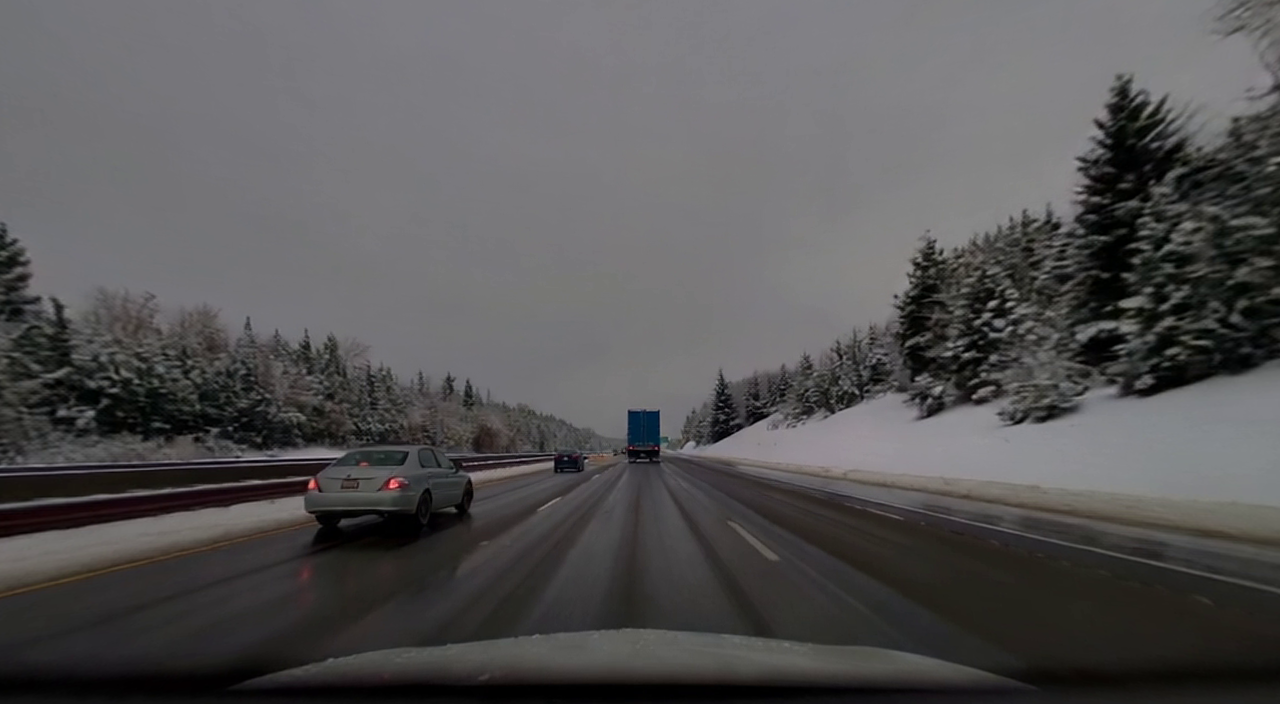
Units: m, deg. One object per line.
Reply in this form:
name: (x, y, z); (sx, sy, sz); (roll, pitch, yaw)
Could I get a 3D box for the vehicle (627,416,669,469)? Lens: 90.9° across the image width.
vehicle: (0.547, 6.921, 47.881); (2.893, 3.628, 9.081); (0, -9, 0)

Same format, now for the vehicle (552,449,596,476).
vehicle: (-3.745, 6.314, 36.329); (1.981, 1.435, 4.199); (0, -9, 1)

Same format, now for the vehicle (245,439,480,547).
vehicle: (-4.387, 2.288, 10.917); (2.010, 1.461, 4.391); (0, -9, 1)
